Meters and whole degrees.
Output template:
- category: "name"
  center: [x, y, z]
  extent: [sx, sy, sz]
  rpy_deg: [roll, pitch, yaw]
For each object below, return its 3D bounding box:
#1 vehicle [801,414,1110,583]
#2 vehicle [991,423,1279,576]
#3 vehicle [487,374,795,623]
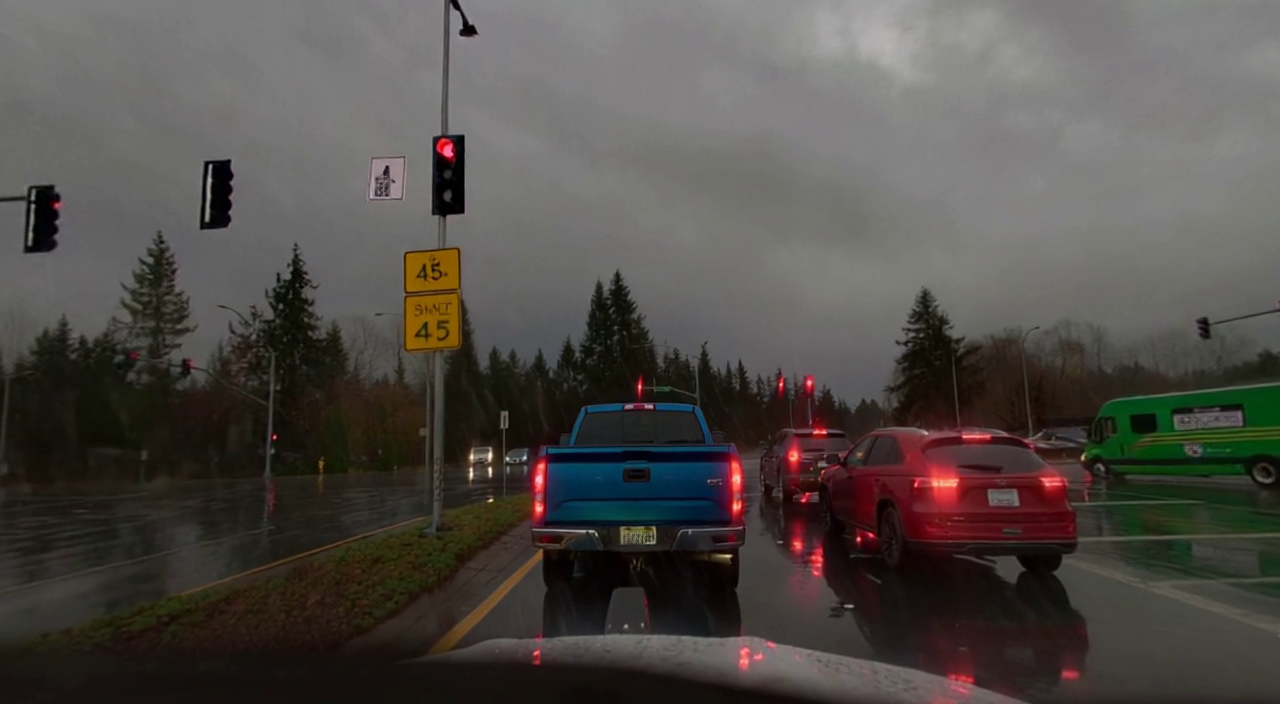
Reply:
- category: "vehicle"
  center: [3.576, 1.718, 8.188]
  extent: [1.981, 1.616, 4.006]
  rpy_deg: [0, -8, 1]
- category: "vehicle"
  center: [6.835, 1.741, 8.285]
  extent: [1.973, 1.470, 4.228]
  rpy_deg: [0, -8, -1]
- category: "vehicle"
  center: [0.042, 1.472, 7.341]
  extent: [2.326, 1.880, 4.964]
  rpy_deg: [0, -8, 1]
